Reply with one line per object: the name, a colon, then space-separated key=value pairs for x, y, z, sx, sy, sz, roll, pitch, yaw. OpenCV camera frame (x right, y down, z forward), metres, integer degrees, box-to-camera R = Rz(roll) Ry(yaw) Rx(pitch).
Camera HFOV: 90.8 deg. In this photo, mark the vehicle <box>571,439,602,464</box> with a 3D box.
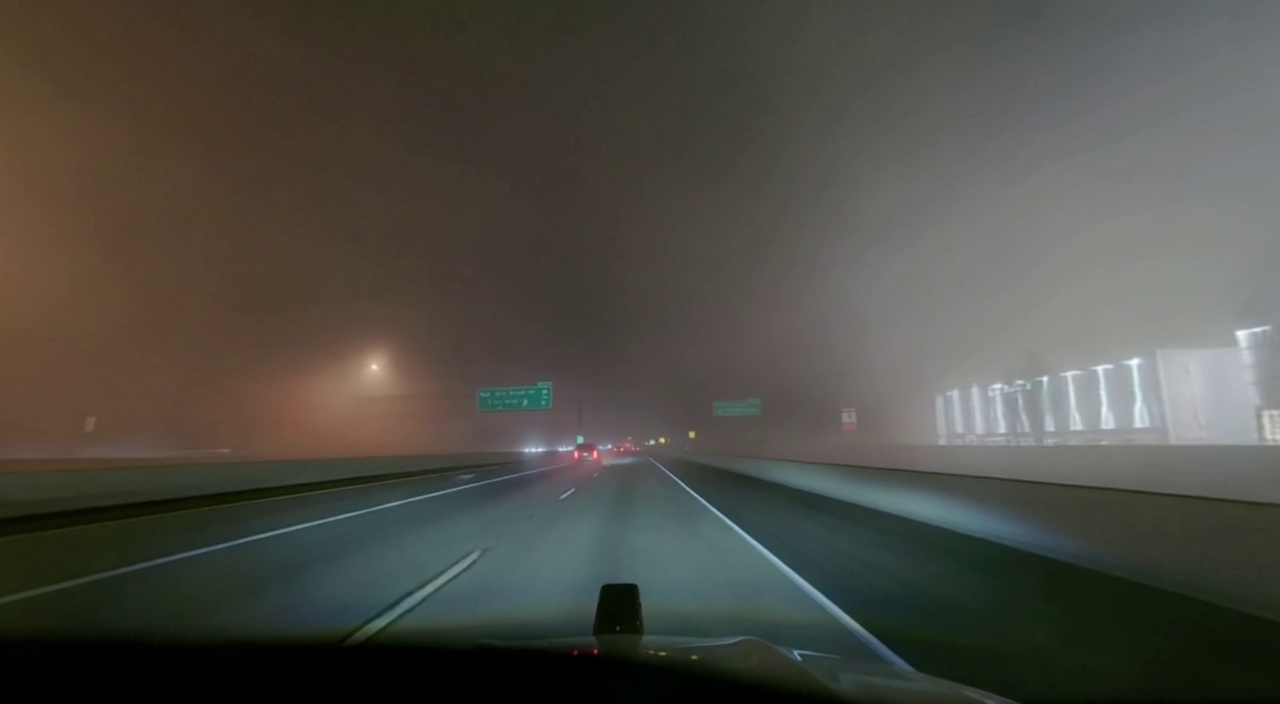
vehicle: x=-4.019 y=7.557 z=48.196 sx=2.047 sy=1.786 sz=4.217 roll=0 pitch=-8 yaw=-1
